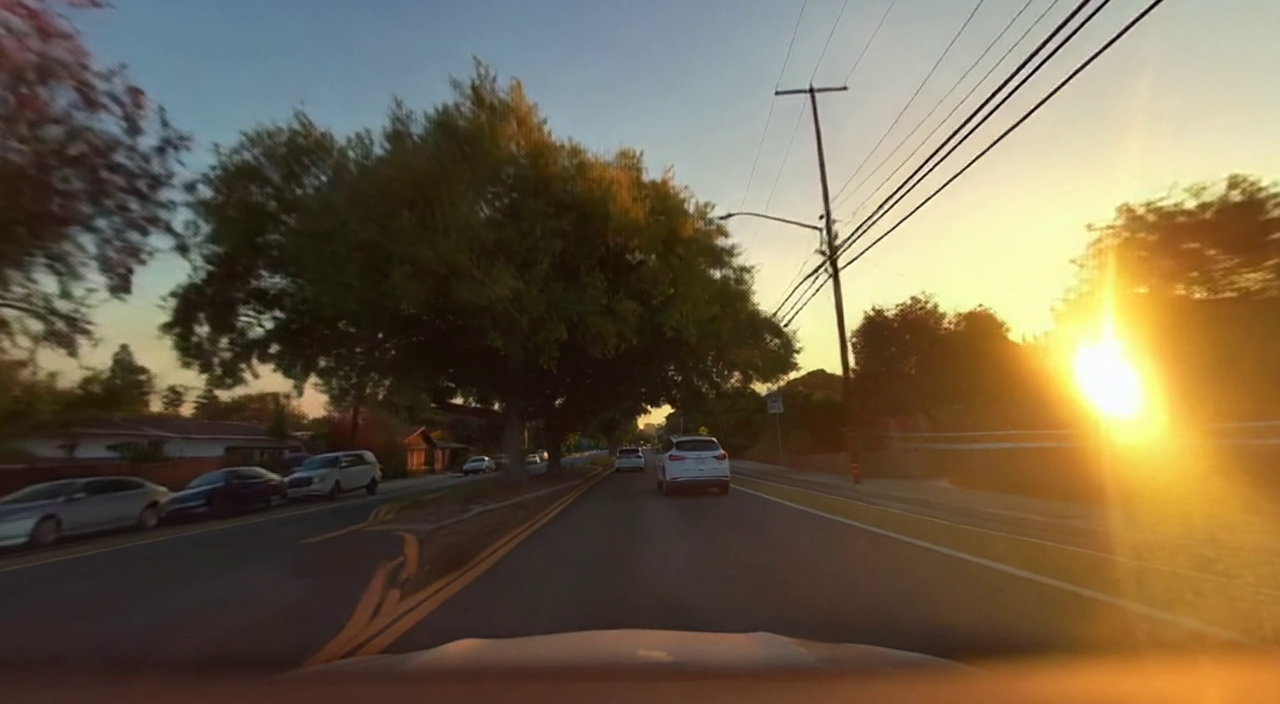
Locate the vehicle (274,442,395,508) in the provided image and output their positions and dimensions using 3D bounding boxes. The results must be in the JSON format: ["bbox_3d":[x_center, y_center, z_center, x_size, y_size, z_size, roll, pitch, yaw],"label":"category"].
[{"bbox_3d":[-12.299,4.920,25.932,2.504,2.031,5.237,-8,-7,-4],"label":"vehicle"}]

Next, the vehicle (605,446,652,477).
[{"bbox_3d":[-0.578,5.456,31.777,2.196,1.449,4.006,0,-8,-1],"label":"vehicle"}]

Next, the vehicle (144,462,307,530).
[{"bbox_3d":[-12.219,4.222,19.087,1.897,1.498,4.628,-4,-8,0],"label":"vehicle"}]

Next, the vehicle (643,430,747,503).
[{"bbox_3d":[1.344,3.129,17.725,2.200,1.763,4.676,0,-9,-4],"label":"vehicle"}]

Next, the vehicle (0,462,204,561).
[{"bbox_3d":[-12.172,3.429,13.917,2.044,1.534,4.554,-7,-8,-3],"label":"vehicle"}]
